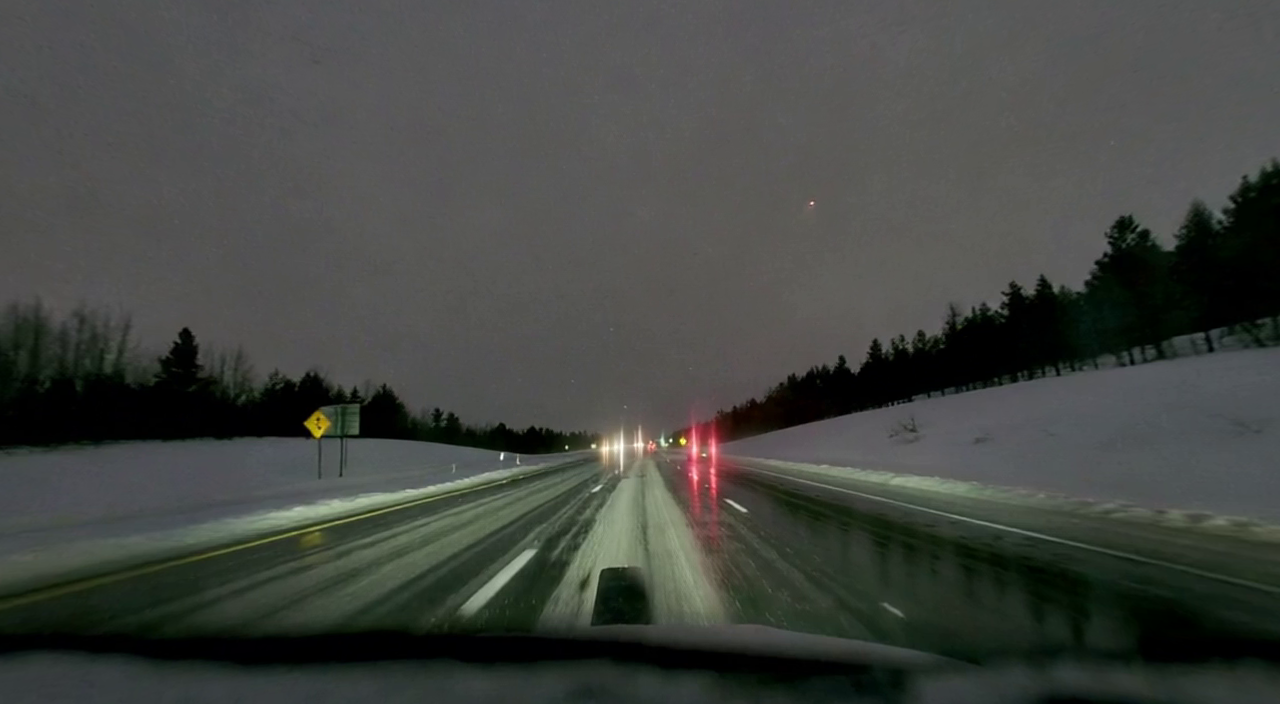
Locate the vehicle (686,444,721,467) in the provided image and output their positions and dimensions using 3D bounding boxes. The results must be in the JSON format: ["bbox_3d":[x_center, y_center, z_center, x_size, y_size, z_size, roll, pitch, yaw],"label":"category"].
[{"bbox_3d":[4.353,7.176,43.796,2.003,1.520,4.058,0,-8,0],"label":"vehicle"}]
